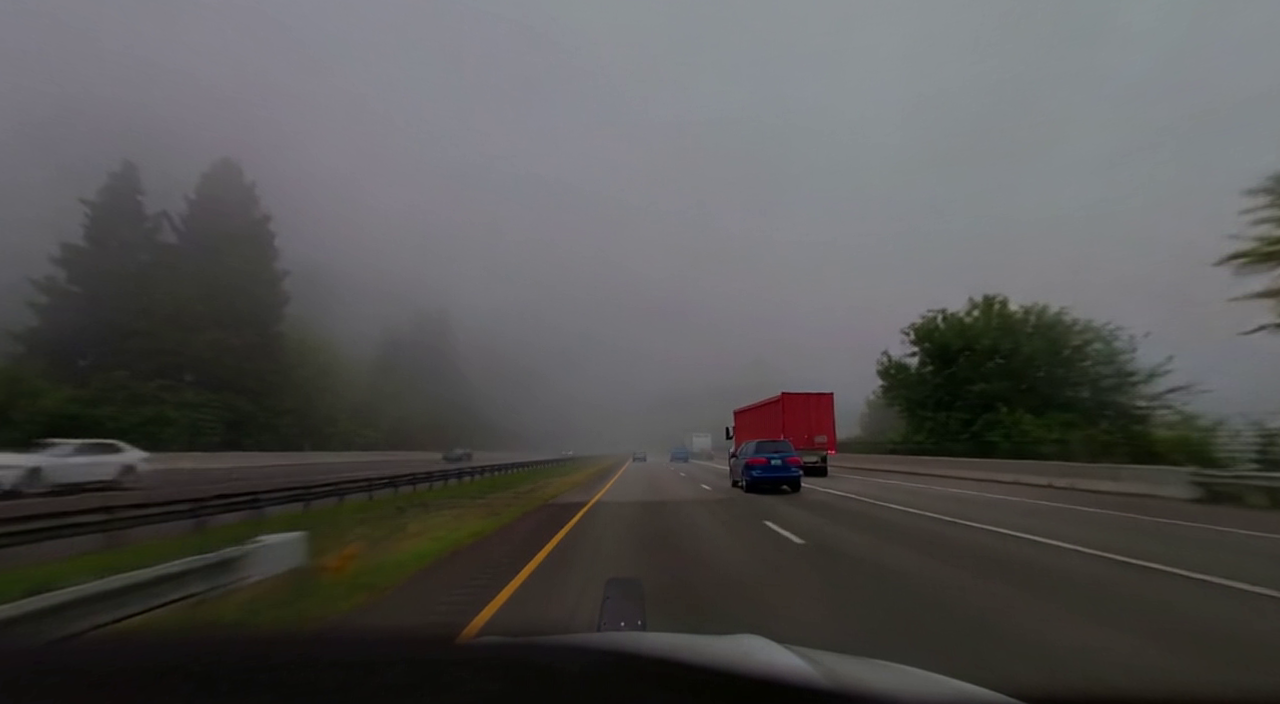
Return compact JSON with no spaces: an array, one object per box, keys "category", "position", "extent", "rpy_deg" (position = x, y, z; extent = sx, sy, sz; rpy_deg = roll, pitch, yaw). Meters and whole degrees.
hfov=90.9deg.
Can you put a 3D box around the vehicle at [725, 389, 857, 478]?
[{"category":"vehicle","position":[7.963,4.979,36.932],"extent":[3.441,4.016,16.812],"rpy_deg":[0,-9,-1]}]

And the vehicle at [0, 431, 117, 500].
[{"category":"vehicle","position":[-15.434,2.758,15.405],"extent":[1.865,1.532,3.932],"rpy_deg":[0,-9,0]}]

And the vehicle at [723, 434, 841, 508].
[{"category":"vehicle","position":[3.493,3.029,16.404],"extent":[2.022,1.658,4.132],"rpy_deg":[0,-9,-1]}]
